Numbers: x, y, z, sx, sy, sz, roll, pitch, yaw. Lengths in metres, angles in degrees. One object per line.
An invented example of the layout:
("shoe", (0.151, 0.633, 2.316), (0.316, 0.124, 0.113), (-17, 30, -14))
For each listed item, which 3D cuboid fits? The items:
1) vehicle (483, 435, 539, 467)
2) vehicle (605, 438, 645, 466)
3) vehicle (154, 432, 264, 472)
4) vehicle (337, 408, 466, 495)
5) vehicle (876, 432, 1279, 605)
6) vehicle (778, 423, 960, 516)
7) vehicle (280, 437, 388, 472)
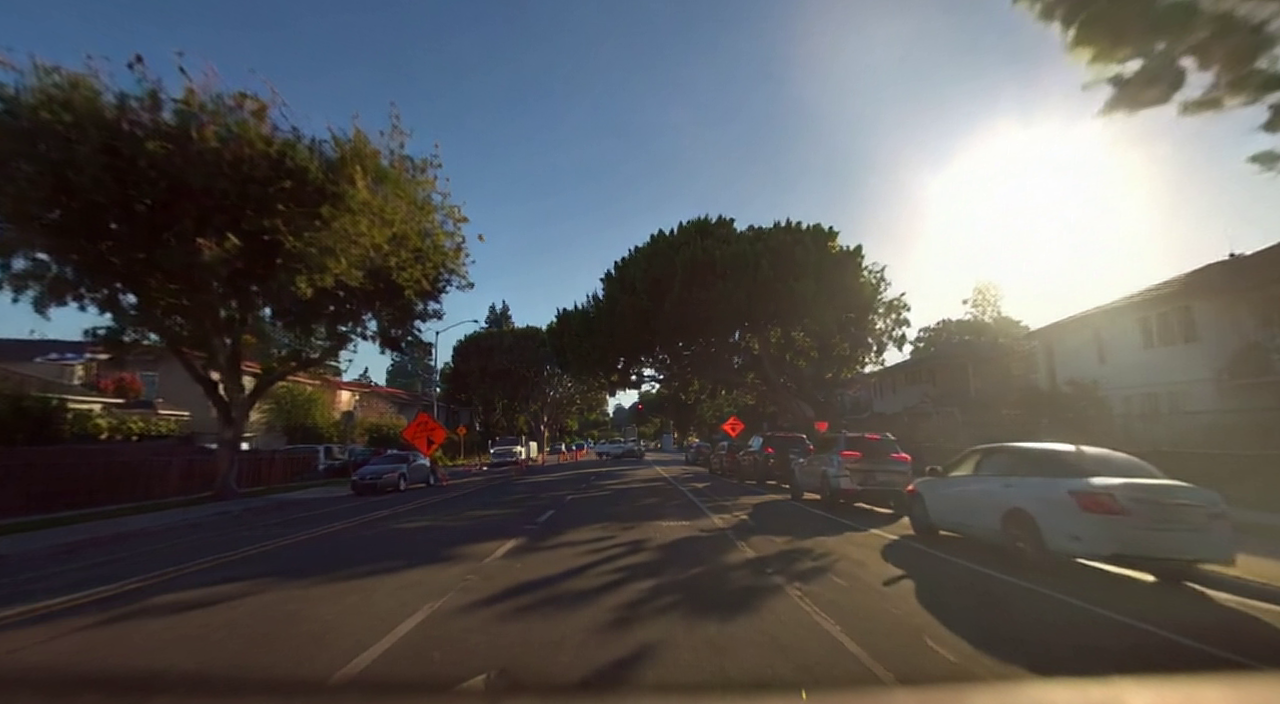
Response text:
("vehicle", (-8.761, 6.828, 43.514), (2.659, 2.047, 6.014), (0, -9, -1))
("vehicle", (-0.802, 5.688, 36.003), (2.151, 1.481, 4.084), (0, -9, 0))
("vehicle", (-23.552, 5.465, 34.518), (4.491, 2.031, 2.045), (-1, -8, 0))
("vehicle", (-7.907, 3.347, 21.436), (2.526, 2.631, 4.228), (0, -9, 2))
("vehicle", (4.719, 1.762, 7.664), (1.912, 1.463, 4.477), (0, -9, 0))
("vehicle", (4.769, 2.546, 14.107), (2.225, 1.715, 4.755), (0, -9, -1))
("vehicle", (-16.527, 5.538, 34.177), (4.779, 1.823, 1.964), (0, -9, 0))
